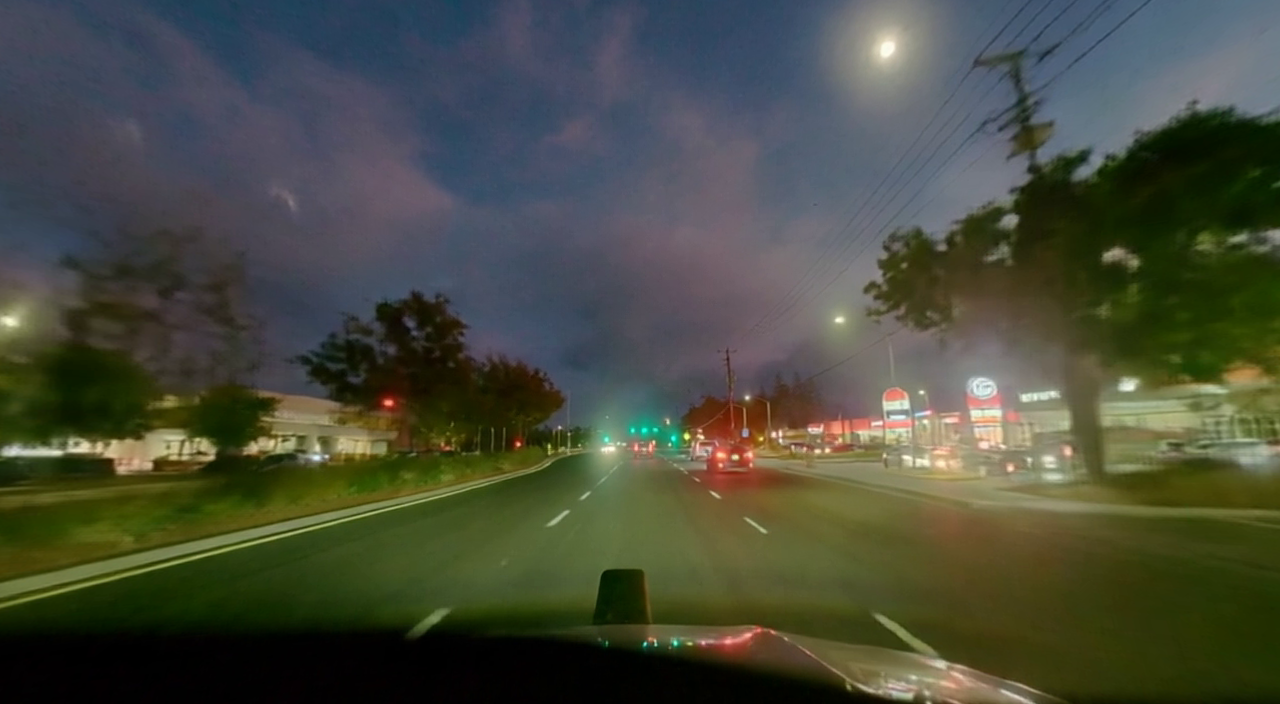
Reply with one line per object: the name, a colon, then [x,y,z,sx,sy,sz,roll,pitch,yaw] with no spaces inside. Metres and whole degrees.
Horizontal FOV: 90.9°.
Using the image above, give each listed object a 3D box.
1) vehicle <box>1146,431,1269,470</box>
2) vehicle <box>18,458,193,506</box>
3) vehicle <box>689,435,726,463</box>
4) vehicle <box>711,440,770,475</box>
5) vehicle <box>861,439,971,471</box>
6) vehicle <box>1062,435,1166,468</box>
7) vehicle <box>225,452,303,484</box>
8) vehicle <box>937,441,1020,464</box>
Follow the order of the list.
vehicle: [27.310,4.736,30.412,4.107,1.633,1.974,-1,-8,-5]
vehicle: [-20.153,4.874,24.089,1.822,1.479,4.692,-3,-9,20]
vehicle: [4.915,7.115,46.367,2.140,1.921,4.431,0,-8,-1]
vehicle: [4.441,4.730,28.554,1.916,1.459,4.335,0,-8,-1]
vehicle: [14.600,5.469,33.526,4.909,1.463,1.924,-2,-9,1]
vehicle: [26.751,5.609,35.655,4.147,1.545,2.108,-3,-9,-4]
vehicle: [-22.045,6.777,37.189,1.997,1.637,4.386,-2,-8,-1]
vehicle: [23.196,6.907,43.322,4.470,1.497,2.128,0,-8,0]
